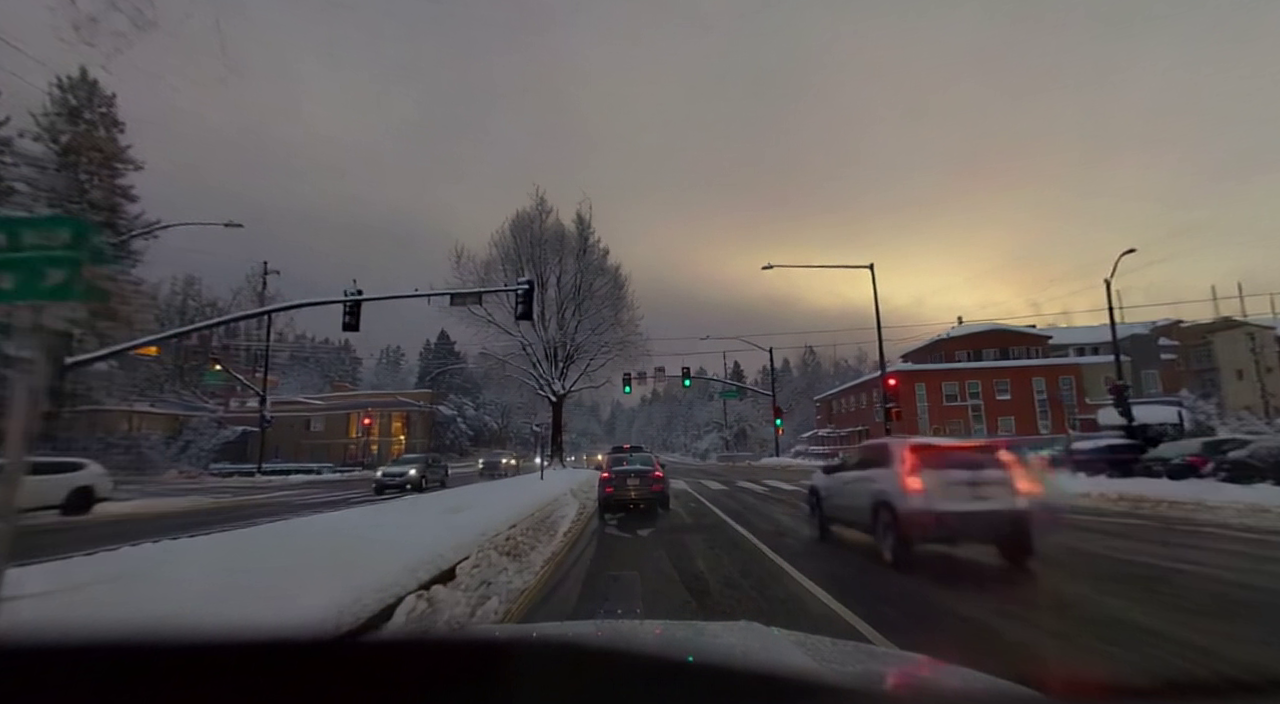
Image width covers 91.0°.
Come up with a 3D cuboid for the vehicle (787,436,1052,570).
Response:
[{"bbox_3d":[3.644,2.014,9.128,2.023,1.506,3.816,0,-9,-1],"label":"vehicle"}]

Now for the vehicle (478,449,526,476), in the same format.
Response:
[{"bbox_3d":[-8.594,6.919,39.654,1.966,1.571,4.479,0,-9,1],"label":"vehicle"}]

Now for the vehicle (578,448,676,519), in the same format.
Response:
[{"bbox_3d":[-0.306,3.034,15.128,2.010,1.447,4.121,0,-9,-1],"label":"vehicle"}]

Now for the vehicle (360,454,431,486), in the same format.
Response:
[{"bbox_3d":[-12.385,5.975,32.157,1.904,1.475,4.068,0,-9,1],"label":"vehicle"}]

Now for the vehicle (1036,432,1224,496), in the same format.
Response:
[{"bbox_3d":[13.062,2.997,17.159,1.887,1.504,3.898,0,-9,-1],"label":"vehicle"}]

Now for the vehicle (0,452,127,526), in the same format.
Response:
[{"bbox_3d":[-16.045,3.509,16.266,1.936,1.733,4.087,-3,-10,3],"label":"vehicle"}]
